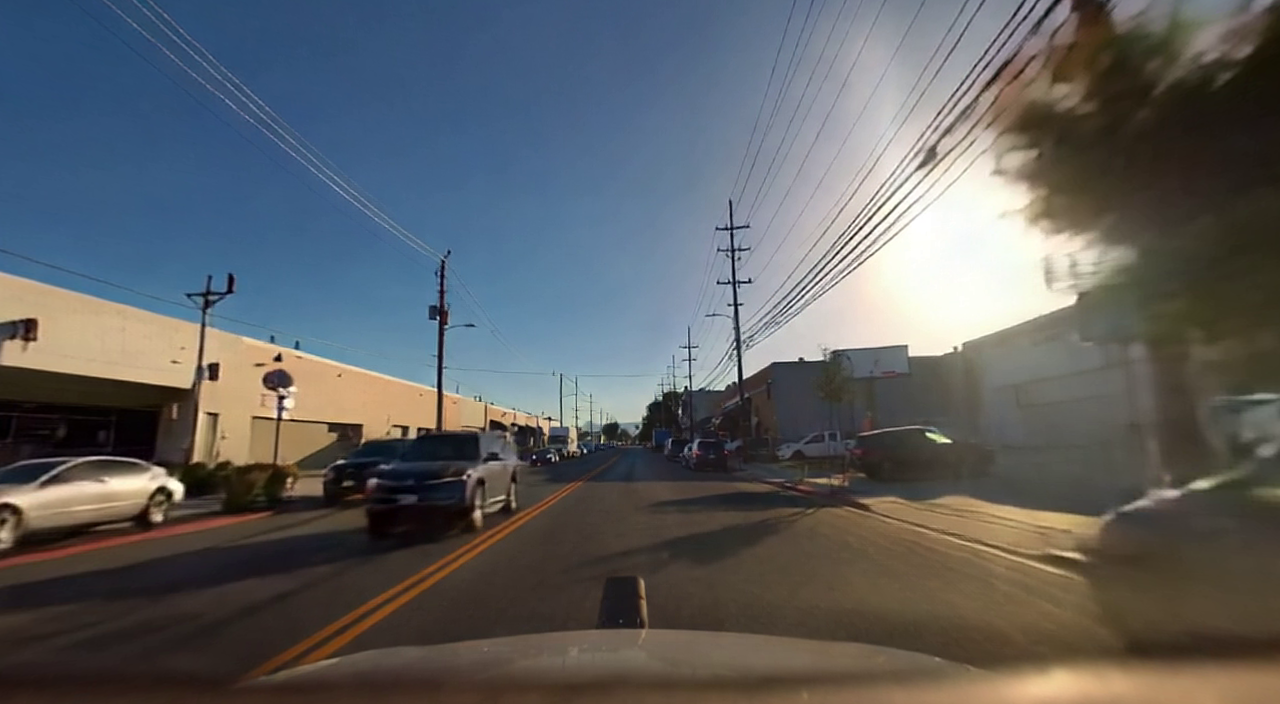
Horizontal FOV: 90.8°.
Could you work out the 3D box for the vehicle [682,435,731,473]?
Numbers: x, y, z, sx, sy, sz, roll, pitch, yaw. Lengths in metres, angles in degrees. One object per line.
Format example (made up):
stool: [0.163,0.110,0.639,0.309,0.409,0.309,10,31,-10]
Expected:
vehicle: [3.765,5.904,36.833,2.333,1.967,6.008,0,-8,2]

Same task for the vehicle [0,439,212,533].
vehicle: [-11.853,2.638,12.800,4.936,1.703,1.959,4,-9,-26]

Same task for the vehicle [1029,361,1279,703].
vehicle: [3.930,0.832,2.295,2.092,1.730,4.595,0,-8,0]

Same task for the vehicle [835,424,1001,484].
vehicle: [8.893,3.291,20.555,4.406,1.822,2.071,0,-8,2]

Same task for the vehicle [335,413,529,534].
vehicle: [-3.721,2.277,12.478,2.229,1.889,4.816,0,-8,-1]
